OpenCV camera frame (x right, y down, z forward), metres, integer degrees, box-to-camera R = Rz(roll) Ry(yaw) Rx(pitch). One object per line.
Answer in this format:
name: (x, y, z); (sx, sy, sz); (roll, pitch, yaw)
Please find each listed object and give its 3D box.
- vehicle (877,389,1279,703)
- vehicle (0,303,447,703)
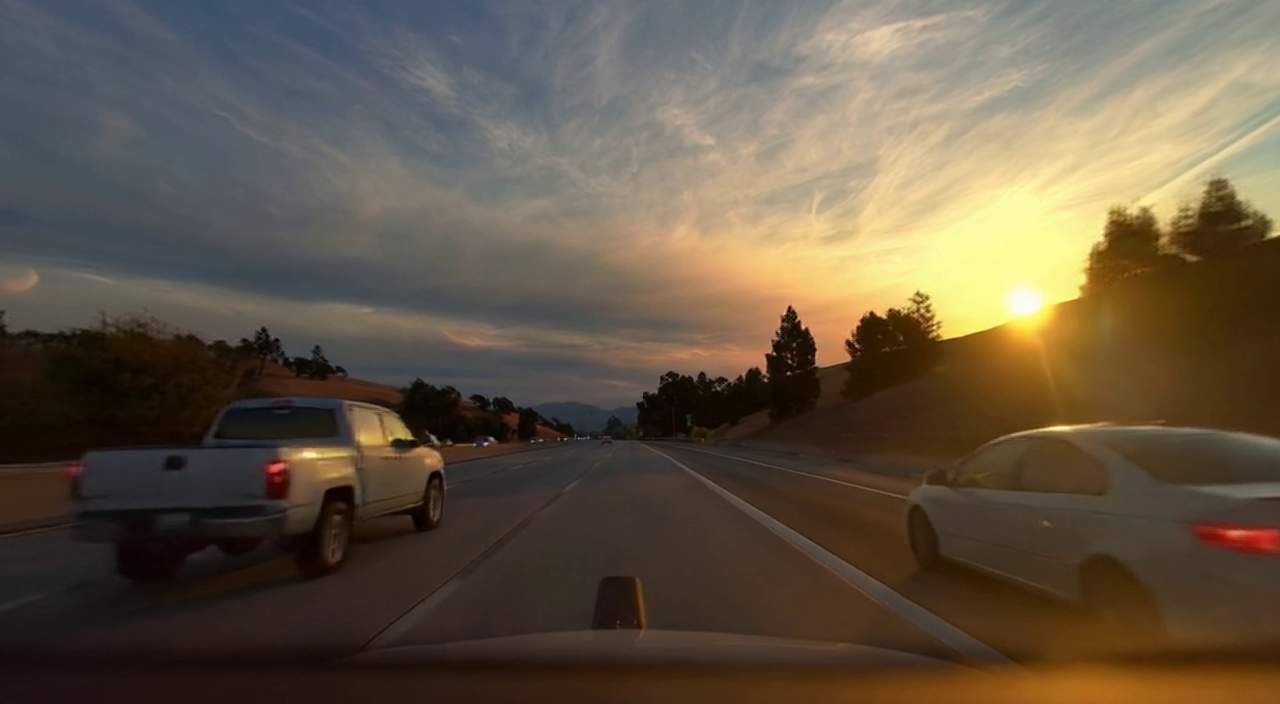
vehicle: (3.591, 1.176, 4.761); (1.817, 1.465, 4.415); (0, -8, -1)
vehicle: (-3.592, 1.033, 5.528); (2.106, 1.779, 5.610); (0, -8, -1)
